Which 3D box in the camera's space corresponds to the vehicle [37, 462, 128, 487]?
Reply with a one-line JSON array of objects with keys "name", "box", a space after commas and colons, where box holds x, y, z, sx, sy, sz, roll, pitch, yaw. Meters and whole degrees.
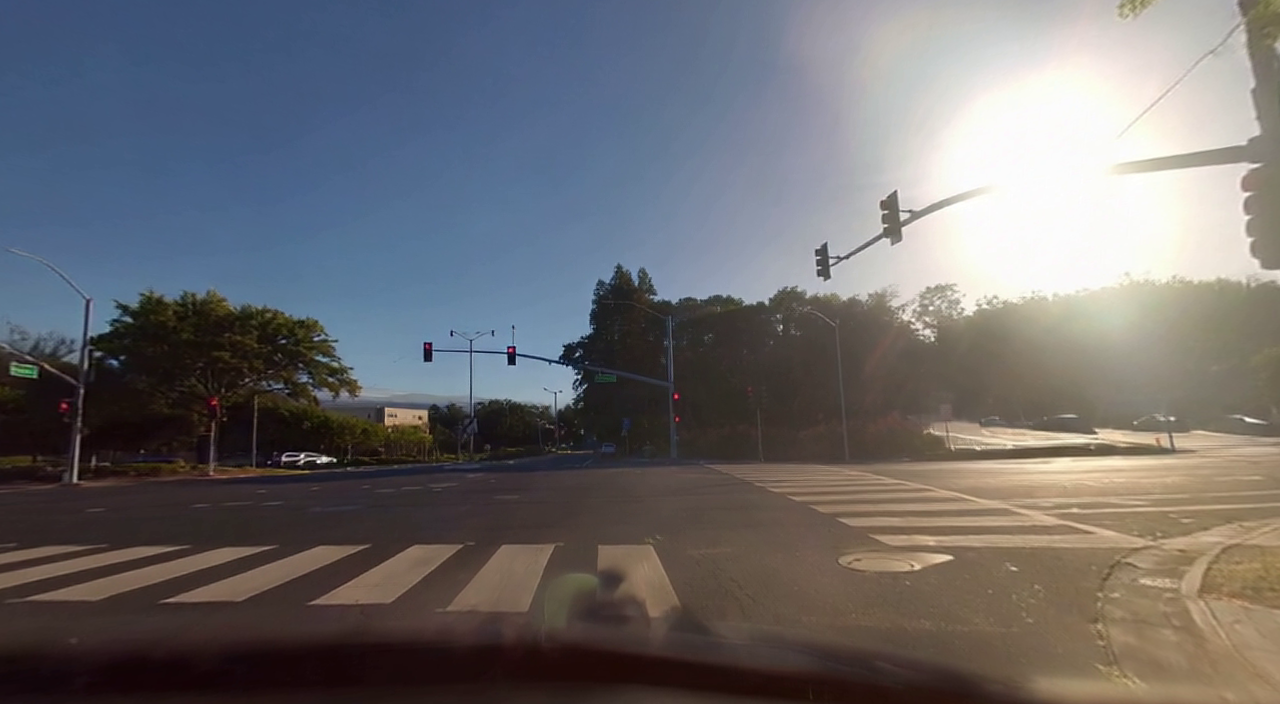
[{"name": "vehicle", "box": [-36.154, 7.924, 40.933, 4.241, 1.413, 1.673, -1, -8, -2]}]

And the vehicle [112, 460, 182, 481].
[{"name": "vehicle", "box": [-35.894, 8.614, 45.934, 3.681, 1.423, 1.680, -1, -8, -1]}]
